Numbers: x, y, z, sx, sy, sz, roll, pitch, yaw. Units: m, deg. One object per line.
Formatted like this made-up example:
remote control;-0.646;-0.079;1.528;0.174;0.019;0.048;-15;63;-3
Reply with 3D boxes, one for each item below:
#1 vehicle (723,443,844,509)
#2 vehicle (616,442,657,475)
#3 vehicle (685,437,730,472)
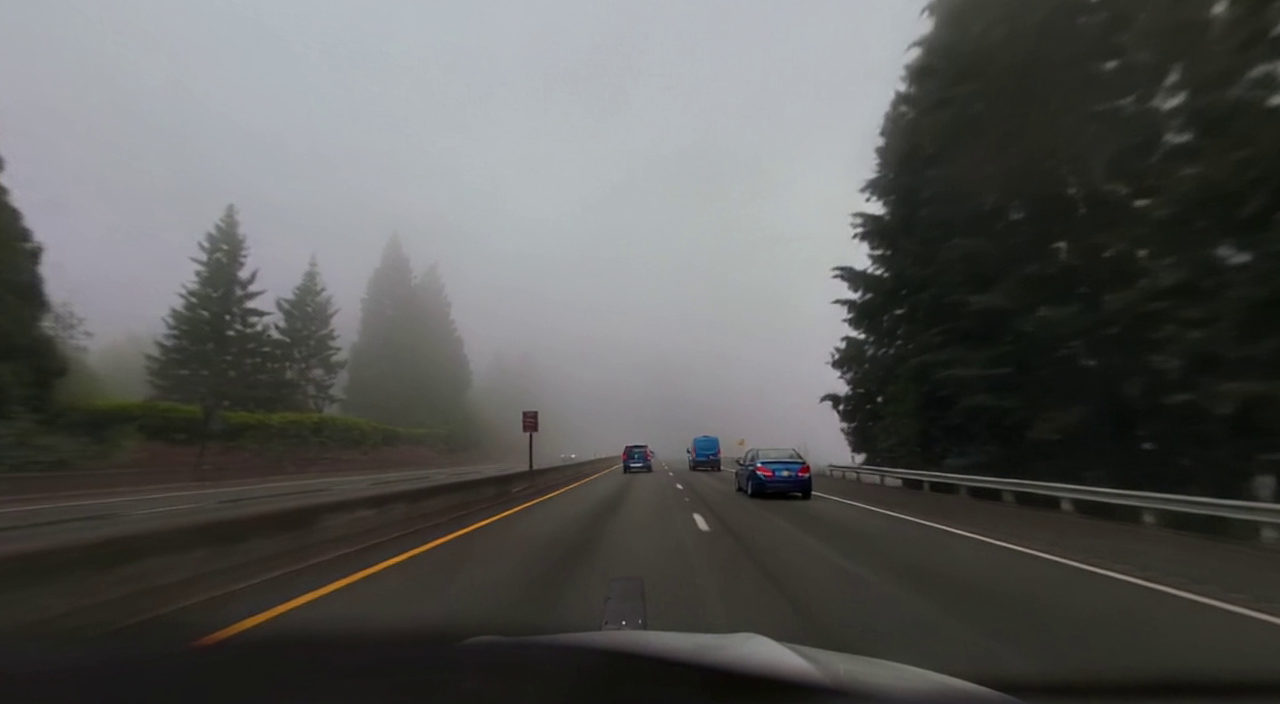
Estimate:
vehicle;3.490;3.113;16.389;2.043;1.431;4.922;0;-9;1
vehicle;-0.133;5.905;35.215;2.087;1.707;4.316;-1;-9;2
vehicle;4.159;6.471;39.759;2.371;2.045;4.768;0;-9;1
